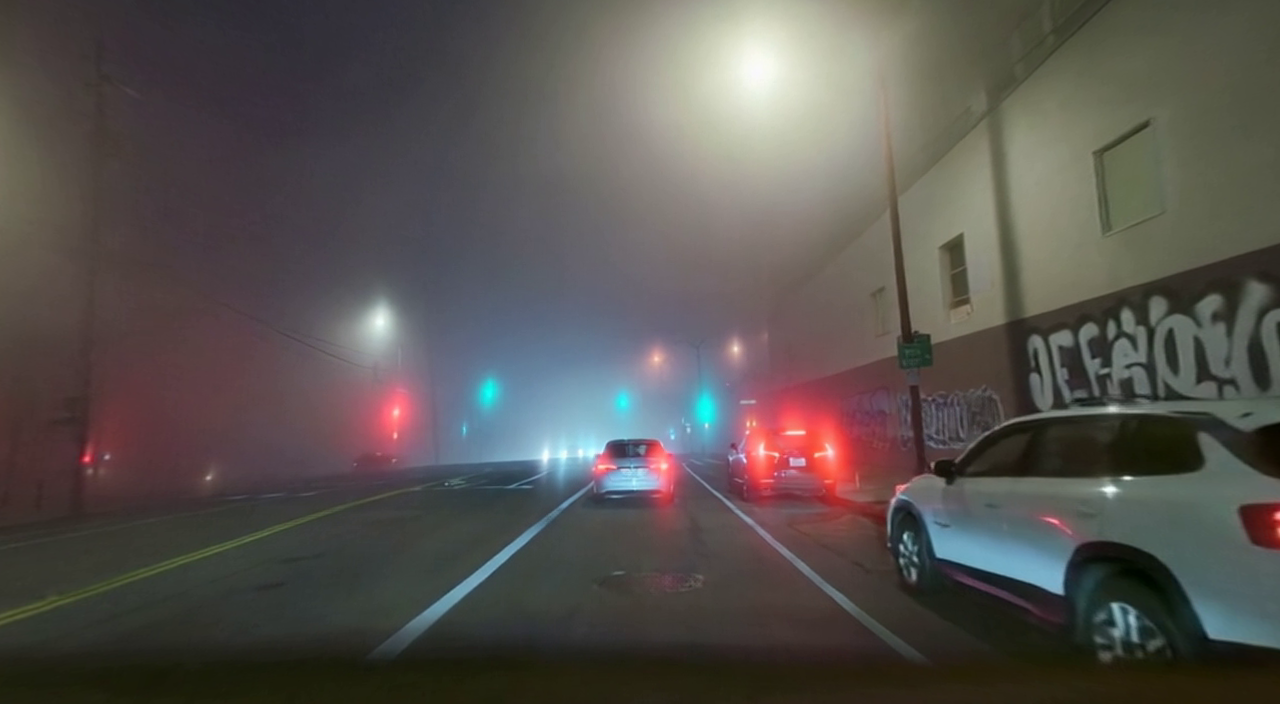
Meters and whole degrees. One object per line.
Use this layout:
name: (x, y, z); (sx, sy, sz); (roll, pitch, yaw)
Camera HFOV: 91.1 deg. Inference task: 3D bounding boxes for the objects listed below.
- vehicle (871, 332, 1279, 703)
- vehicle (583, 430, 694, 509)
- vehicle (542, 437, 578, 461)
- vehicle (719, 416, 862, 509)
vehicle: (3.288, 1.048, 4.006); (1.938, 1.714, 4.402); (0, -8, 0)
vehicle: (0.001, 2.598, 14.400); (2.153, 1.505, 4.452); (0, -8, 1)
vehicle: (-5.887, 7.242, 46.841); (2.059, 1.699, 4.252); (0, -8, 1)
vehicle: (3.220, 2.492, 14.550); (2.060, 1.783, 4.579); (0, -8, -1)
